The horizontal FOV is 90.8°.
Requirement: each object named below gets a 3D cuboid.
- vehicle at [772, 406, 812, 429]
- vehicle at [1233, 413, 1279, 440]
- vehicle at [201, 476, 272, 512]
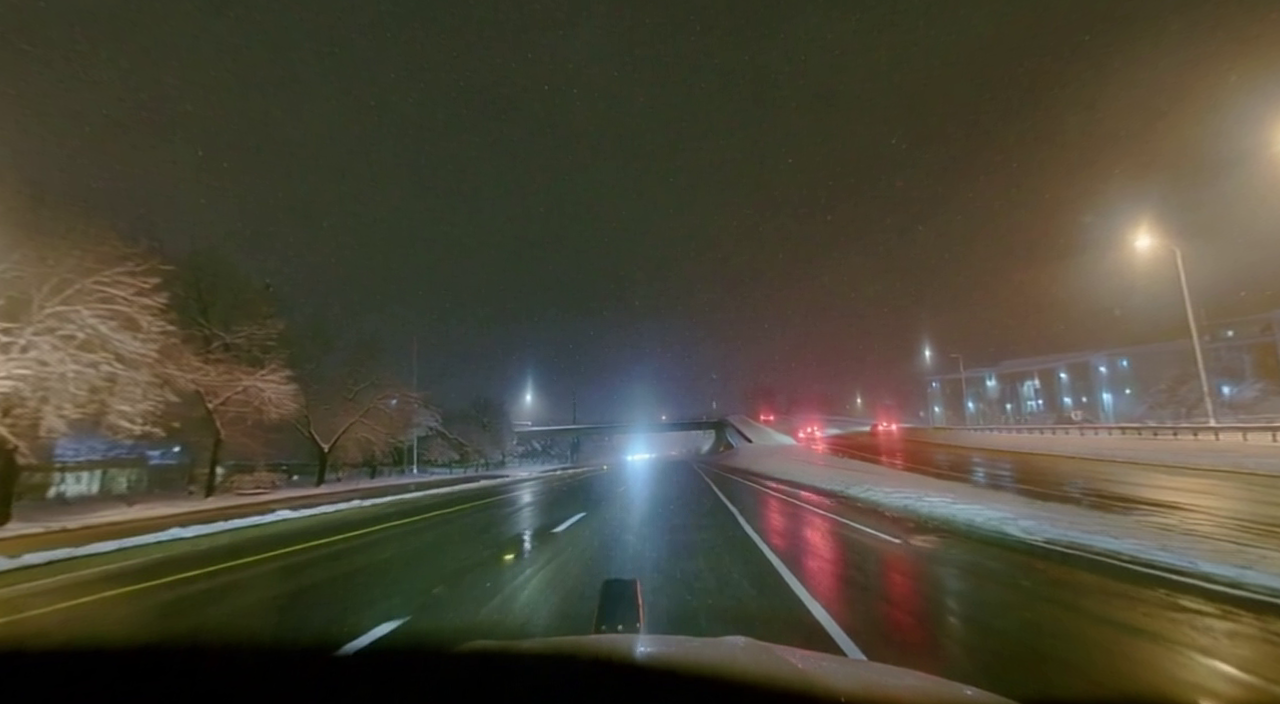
[{"bbox_3d":[11.082,4.863,46.370,2.048,1.516,3.874,0,-8,1],"label":"vehicle"},{"bbox_3d":[43.162,5.070,42.823,1.744,1.705,4.514,-1,-8,4],"label":"vehicle"},{"bbox_3d":[-21.220,7.450,33.417,2.105,1.469,4.514,3,-9,-19],"label":"vehicle"}]
